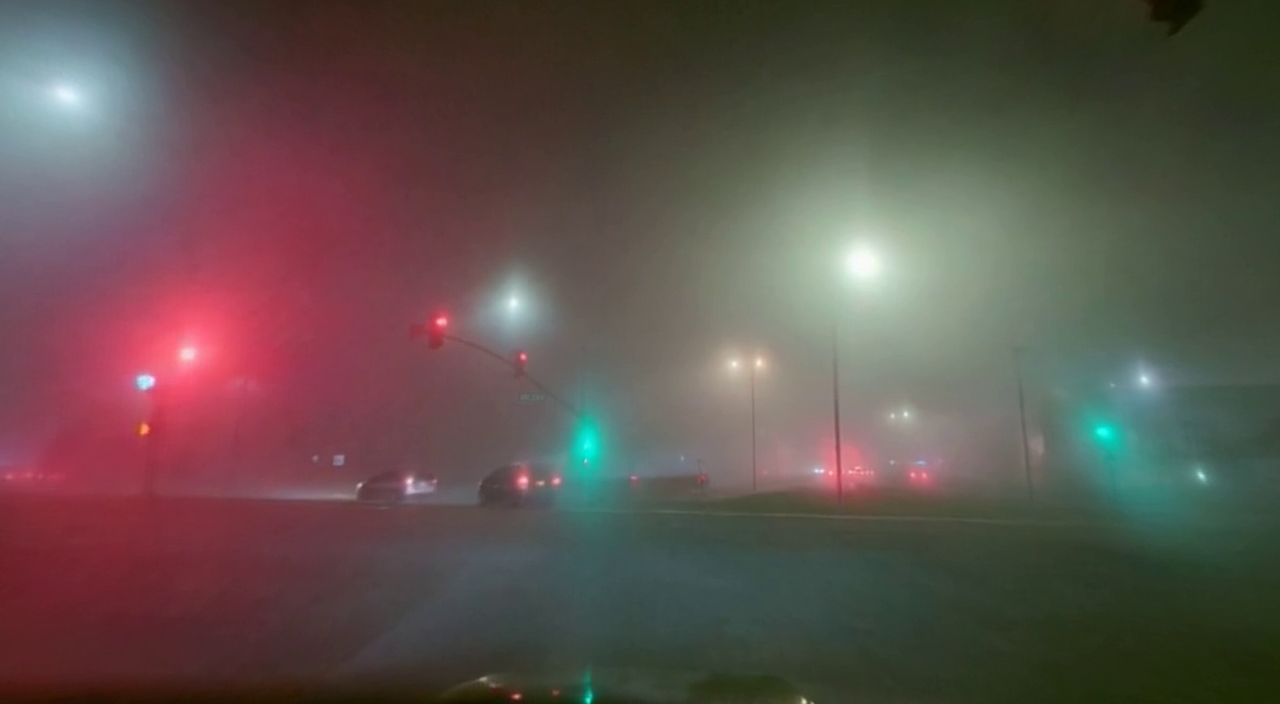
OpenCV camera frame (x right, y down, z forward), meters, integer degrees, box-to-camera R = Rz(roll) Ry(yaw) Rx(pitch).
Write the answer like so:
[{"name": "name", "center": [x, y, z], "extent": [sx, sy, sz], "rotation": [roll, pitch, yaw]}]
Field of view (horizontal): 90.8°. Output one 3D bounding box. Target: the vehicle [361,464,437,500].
[{"name": "vehicle", "center": [-12.127, 6.479, 31.701], "extent": [3.852, 1.605, 2.007], "rotation": [-9, -13, 43]}]

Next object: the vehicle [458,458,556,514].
[{"name": "vehicle", "center": [-4.283, 4.119, 19.918], "extent": [2.048, 1.516, 3.874], "rotation": [4, -10, -27]}]
